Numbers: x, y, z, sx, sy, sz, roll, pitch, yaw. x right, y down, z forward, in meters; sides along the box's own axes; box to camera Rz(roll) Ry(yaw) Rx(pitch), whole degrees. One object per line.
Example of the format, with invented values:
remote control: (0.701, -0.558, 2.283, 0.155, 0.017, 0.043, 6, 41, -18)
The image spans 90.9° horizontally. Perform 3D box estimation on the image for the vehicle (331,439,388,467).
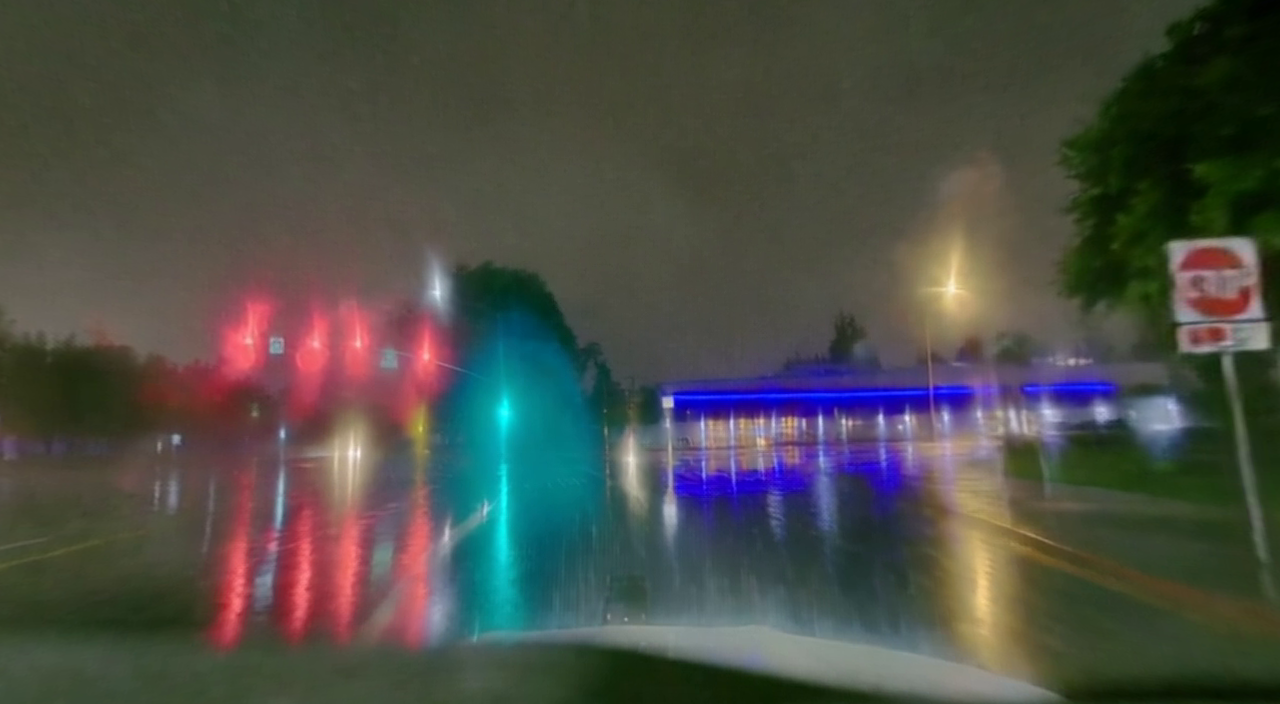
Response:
vehicle: (-21.324, 7.621, 47.699, 2.336, 1.923, 5.570, 7, -11, -40)
